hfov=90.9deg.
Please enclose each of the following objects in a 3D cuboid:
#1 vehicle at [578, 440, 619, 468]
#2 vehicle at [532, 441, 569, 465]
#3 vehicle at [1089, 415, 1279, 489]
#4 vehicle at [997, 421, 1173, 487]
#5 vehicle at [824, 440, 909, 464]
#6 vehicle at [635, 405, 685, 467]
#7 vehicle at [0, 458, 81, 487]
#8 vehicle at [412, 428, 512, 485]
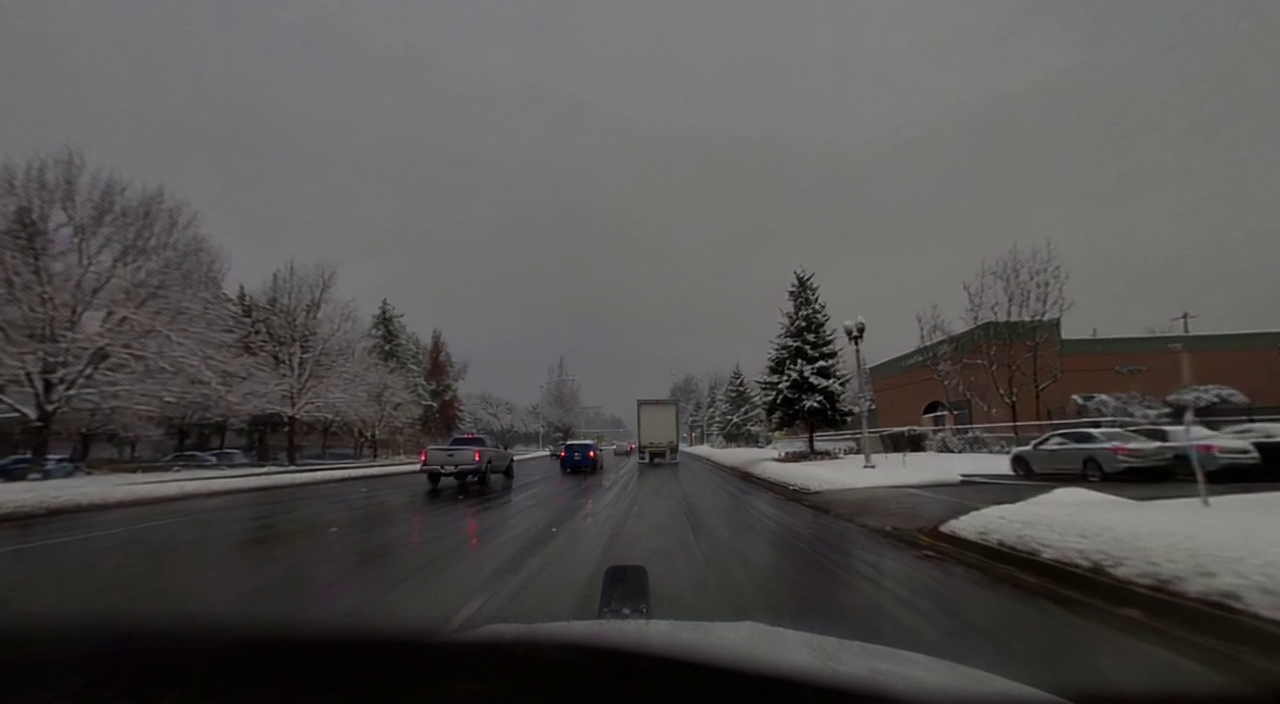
[{"bbox_3d":[-2.548,6.361,39.510,2.114,1.663,4.381,0,-9,2],"label":"vehicle"},{"bbox_3d":[-6.337,7.172,45.030,1.908,1.616,4.089,0,-9,2],"label":"vehicle"},{"bbox_3d":[15.141,2.772,17.636,1.995,1.785,4.343,0,-9,2],"label":"vehicle"},{"bbox_3d":[12.509,2.923,18.168,1.880,1.642,4.523,0,-9,3],"label":"vehicle"},{"bbox_3d":[14.867,6.579,41.524,4.830,1.472,2.042,0,-9,-1],"label":"vehicle"},{"bbox_3d":[1.233,5.564,41.251,2.905,3.644,8.441,0,-9,1],"label":"vehicle"},{"bbox_3d":[-33.758,6.583,34.480,4.409,1.480,2.092,-1,-9,3],"label":"vehicle"},{"bbox_3d":[-6.551,3.928,23.970,2.149,1.893,5.187,0,-9,2],"label":"vehicle"}]
